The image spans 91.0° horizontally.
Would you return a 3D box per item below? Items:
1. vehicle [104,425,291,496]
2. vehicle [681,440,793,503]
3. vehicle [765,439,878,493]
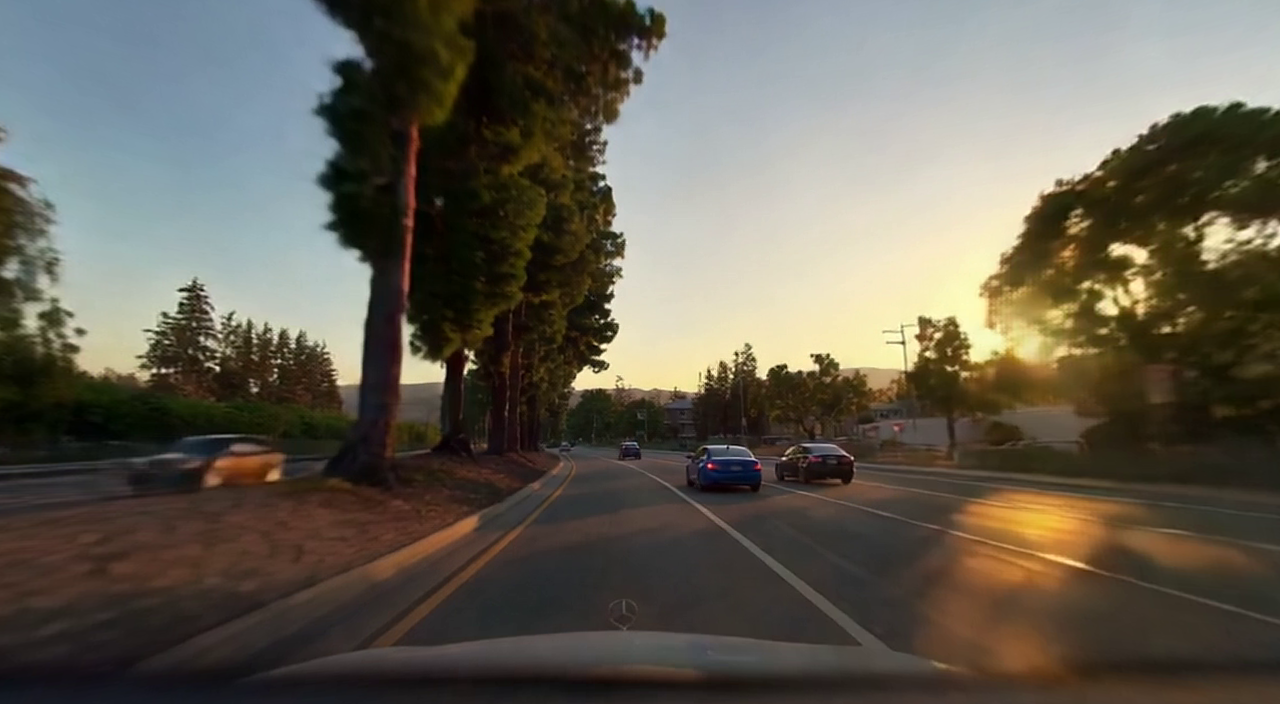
[{"bbox_3d":[-11.560,2.860,16.913,1.968,1.643,4.351,0,-8,-2],"label":"vehicle"},{"bbox_3d":[2.414,3.104,16.845,2.077,1.464,4.134,1,-8,-4],"label":"vehicle"},{"bbox_3d":[5.467,3.484,19.617,1.901,1.474,4.363,1,-8,-4],"label":"vehicle"}]
